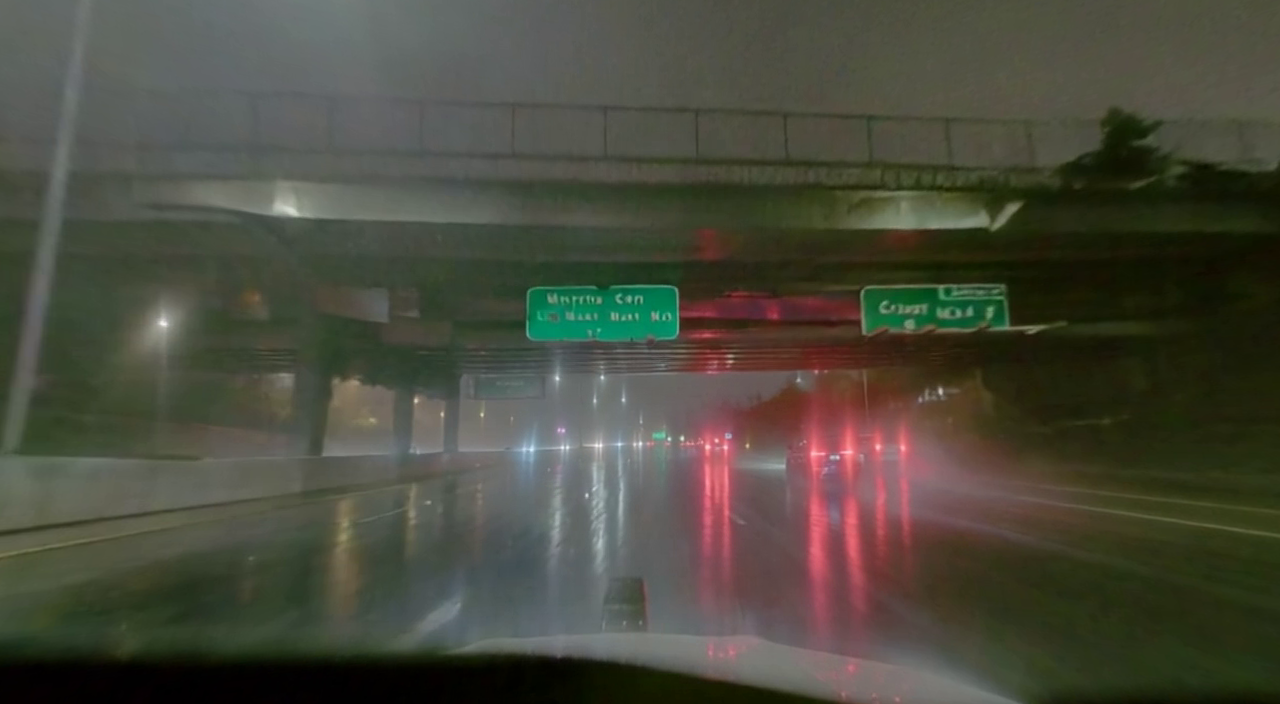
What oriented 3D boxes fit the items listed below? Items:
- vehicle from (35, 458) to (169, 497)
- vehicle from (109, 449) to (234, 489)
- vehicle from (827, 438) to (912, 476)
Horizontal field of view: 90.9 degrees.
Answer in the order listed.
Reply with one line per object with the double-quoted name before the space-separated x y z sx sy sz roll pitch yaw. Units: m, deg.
"vehicle" -23.711 5.502 28.057 1.946 1.502 4.540 0 -9 0
"vehicle" -20.360 5.081 27.726 1.854 1.569 4.695 0 -9 0
"vehicle" 10.056 4.626 28.104 2.000 1.514 4.585 0 -9 -1
